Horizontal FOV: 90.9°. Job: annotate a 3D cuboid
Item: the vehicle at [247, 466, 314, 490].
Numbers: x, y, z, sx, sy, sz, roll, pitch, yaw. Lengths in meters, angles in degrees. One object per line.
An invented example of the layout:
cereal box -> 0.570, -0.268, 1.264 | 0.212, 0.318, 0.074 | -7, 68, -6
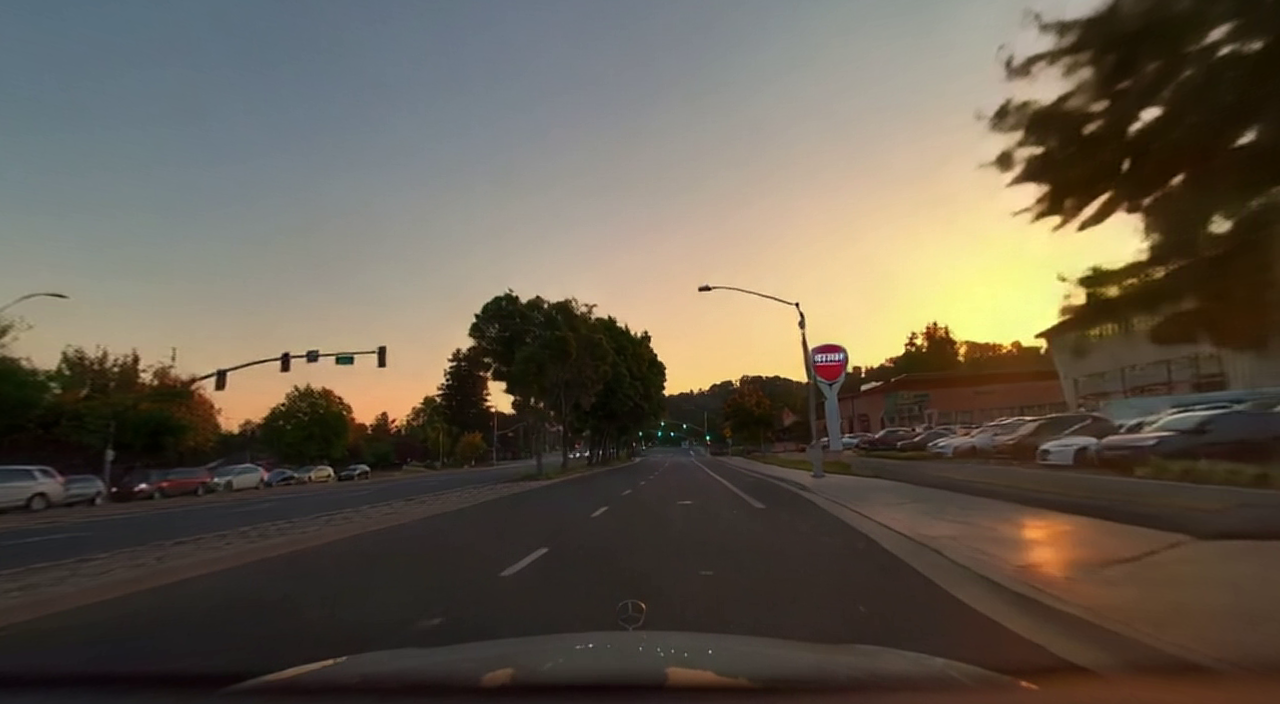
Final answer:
vehicle -> -24.471, 8.580, 43.062 | 1.827, 1.370, 4.191 | -1, -8, 6

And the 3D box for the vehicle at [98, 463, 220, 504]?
vehicle -> -22.585, 6.162, 29.872 | 1.918, 1.503, 4.632 | -6, -10, 4
